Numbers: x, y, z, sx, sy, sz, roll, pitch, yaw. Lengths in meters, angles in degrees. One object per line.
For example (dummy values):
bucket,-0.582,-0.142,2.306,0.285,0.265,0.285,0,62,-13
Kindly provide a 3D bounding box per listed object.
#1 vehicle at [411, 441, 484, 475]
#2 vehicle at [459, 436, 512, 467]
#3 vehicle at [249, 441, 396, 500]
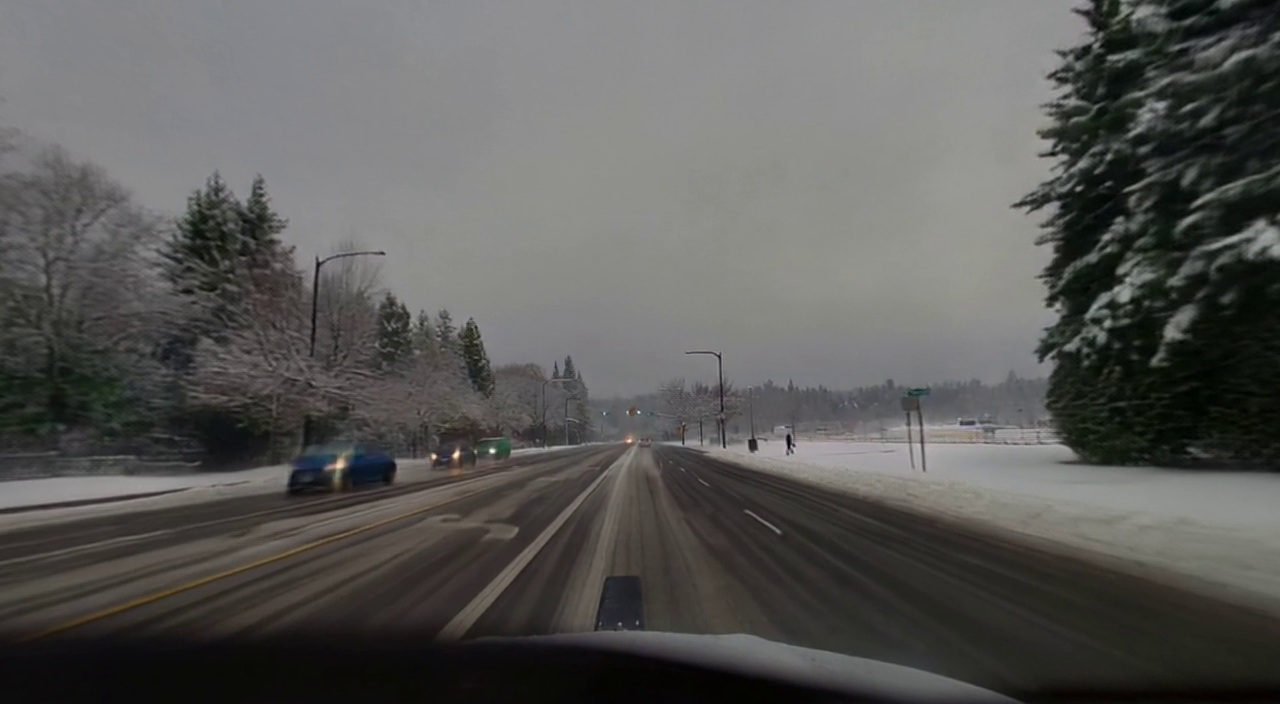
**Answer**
vehicle,-8.934,4.923,29.699,1.940,1.452,4.441,0,-8,1
vehicle,-9.152,5.914,37.838,2.066,1.709,4.509,0,-8,-1
vehicle,-8.899,3.310,18.207,1.959,1.469,4.369,0,-8,0
